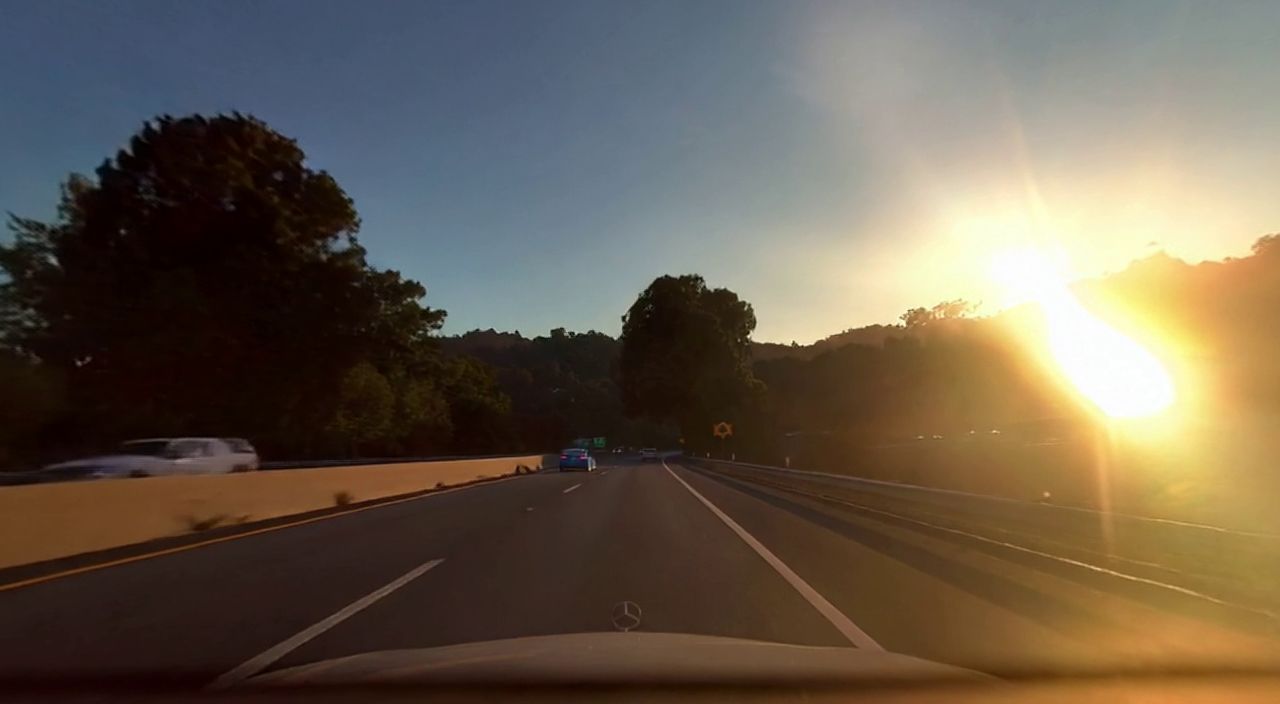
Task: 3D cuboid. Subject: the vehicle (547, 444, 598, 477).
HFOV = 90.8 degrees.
[{"bbox_3d":[-3.441,5.619,33.033,2.088,1.586,4.000,0,-8,2],"label":"vehicle"}]
